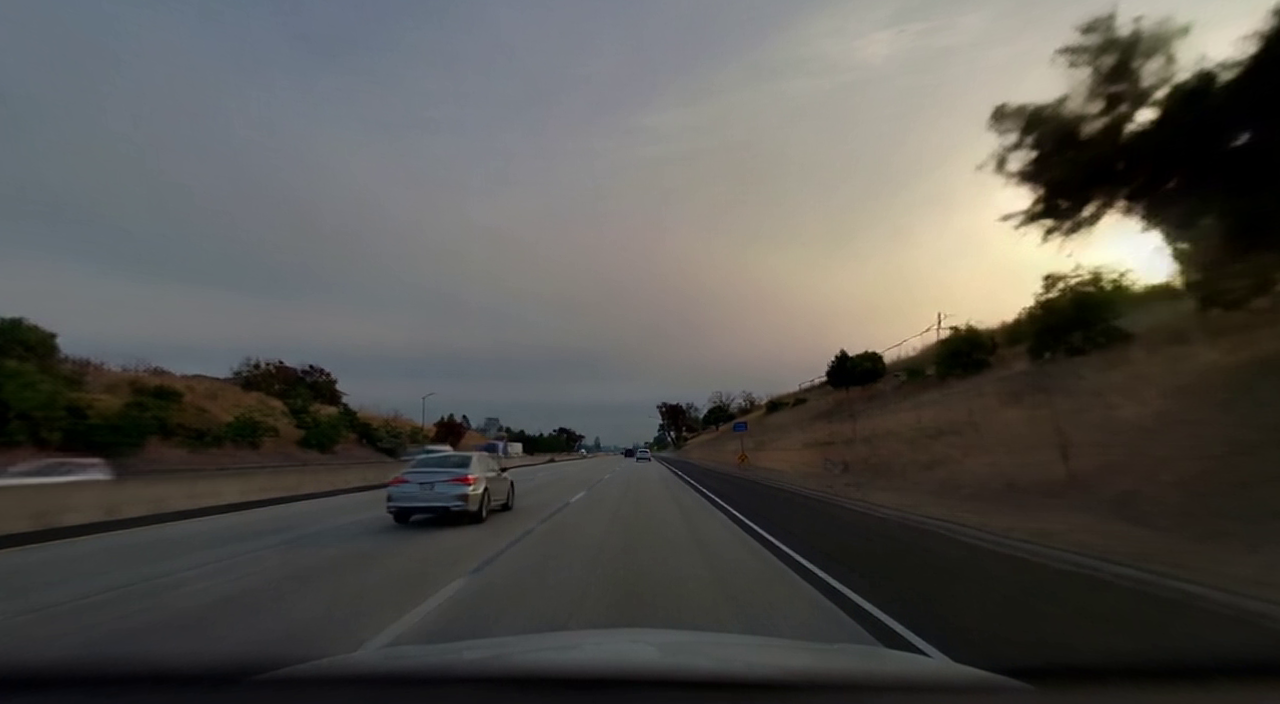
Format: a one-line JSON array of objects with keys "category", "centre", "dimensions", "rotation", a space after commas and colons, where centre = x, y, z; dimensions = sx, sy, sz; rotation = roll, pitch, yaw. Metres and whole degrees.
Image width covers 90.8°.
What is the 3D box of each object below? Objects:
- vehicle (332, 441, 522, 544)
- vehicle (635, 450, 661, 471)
[{"category": "vehicle", "centre": [-3.518, 2.392, 11.376], "dimensions": [1.978, 1.498, 4.080], "rotation": [0, -9, 0]}, {"category": "vehicle", "centre": [0.585, 8.333, 48.703], "dimensions": [1.908, 1.515, 3.871], "rotation": [0, -9, 0]}]
